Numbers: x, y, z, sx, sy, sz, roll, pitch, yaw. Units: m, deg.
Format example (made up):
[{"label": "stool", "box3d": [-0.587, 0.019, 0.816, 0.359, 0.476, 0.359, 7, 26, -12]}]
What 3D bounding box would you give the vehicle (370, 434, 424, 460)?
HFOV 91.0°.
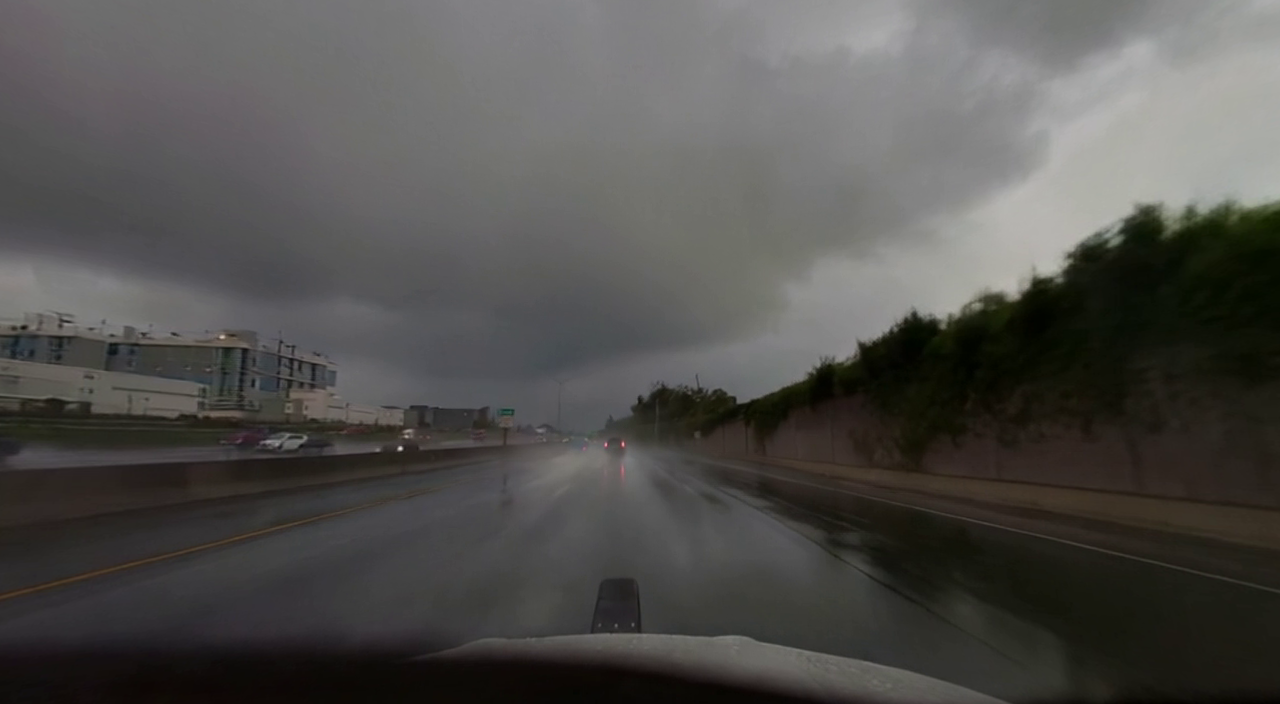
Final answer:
[{"label": "vehicle", "box3d": [-15.702, 6.156, 40.868, 1.882, 1.538, 4.369, 0, -8, -2]}]
